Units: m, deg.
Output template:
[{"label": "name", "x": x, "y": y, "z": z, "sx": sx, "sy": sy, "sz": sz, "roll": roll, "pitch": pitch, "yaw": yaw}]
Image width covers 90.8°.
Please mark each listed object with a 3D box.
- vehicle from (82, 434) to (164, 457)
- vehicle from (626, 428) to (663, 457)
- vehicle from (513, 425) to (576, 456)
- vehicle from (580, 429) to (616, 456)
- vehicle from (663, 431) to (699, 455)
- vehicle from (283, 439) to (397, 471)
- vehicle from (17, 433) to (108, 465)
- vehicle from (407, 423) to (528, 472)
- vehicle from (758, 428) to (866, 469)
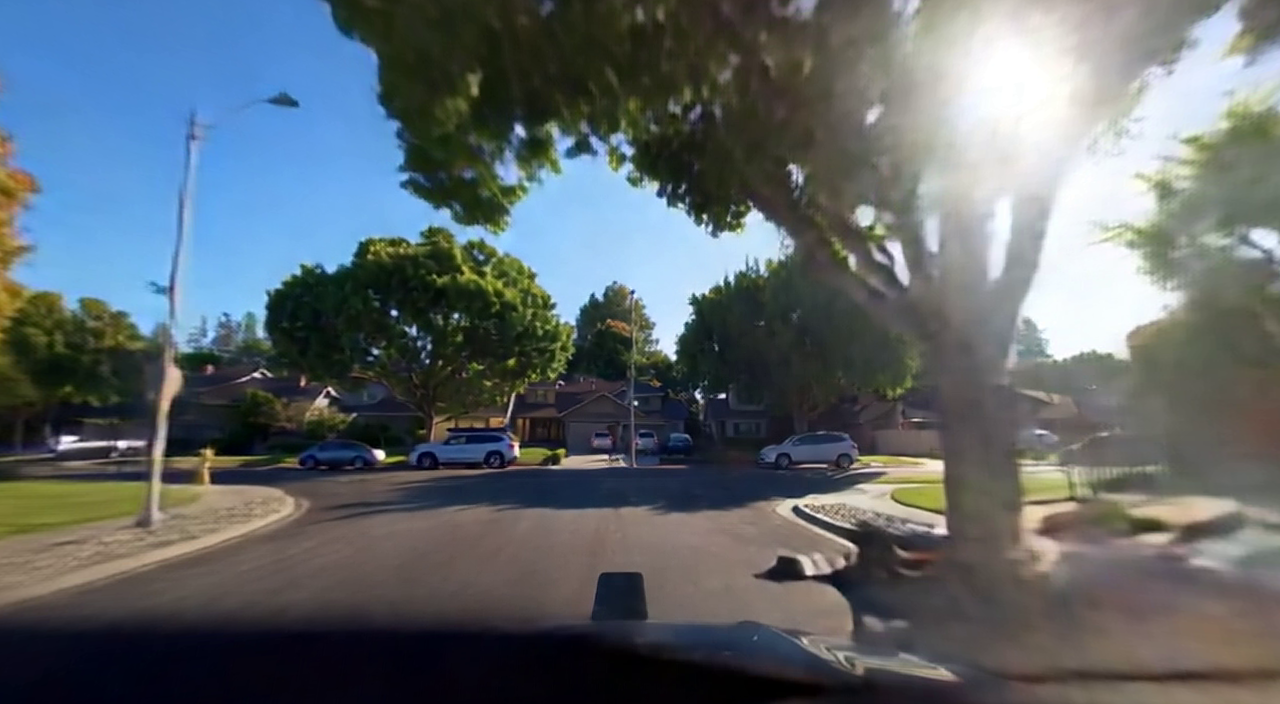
[{"label": "vehicle", "x": -35.743, "y": 6.473, "z": 43.828, "sx": 1.865, "sy": 1.499, "sz": 4.619, "roll": 0, "pitch": -8, "yaw": -1}, {"label": "vehicle", "x": 0.255, "y": 6.452, "z": 45.118, "sx": 2.278, "sy": 1.969, "sz": 5.533, "roll": 0, "pitch": -8, "yaw": -4}, {"label": "vehicle", "x": -6.982, "y": 6.438, "z": 45.675, "sx": 2.307, "sy": 2.043, "sz": 5.475, "roll": 6, "pitch": -10, "yaw": -33}, {"label": "vehicle", "x": -3.218, "y": 6.773, "z": 47.301, "sx": 2.391, "sy": 1.894, "sz": 5.075, "roll": 1, "pitch": -9, "yaw": -7}, {"label": "vehicle", "x": 2.952, "y": 6.724, "z": 46.464, "sx": 2.005, "sy": 1.699, "sz": 4.234, "roll": 1, "pitch": -9, "yaw": -5}, {"label": "vehicle", "x": -14.648, "y": 5.045, "z": 31.070, "sx": 4.650, "sy": 1.480, "sz": 1.782, "roll": 0, "pitch": -9, "yaw": -3}, {"label": "vehicle", "x": -34.909, "y": 5.831, "z": 38.358, "sx": 1.803, "sy": 1.610, "sz": 4.271, "roll": -5, "pitch": -7, "yaw": -4}, {"label": "vehicle", "x": -8.498, "y": 4.734, "z": 31.590, "sx": 5.419, "sy": 2.292, "sz": 2.272, "roll": 0, "pitch": -7, "yaw": -4}, {"label": "vehicle", "x": 8.725, "y": 4.940, "z": 32.352, "sx": 4.919, "sy": 1.969, "sz": 2.104, "roll": 1, "pitch": -9, "yaw": -1}]
